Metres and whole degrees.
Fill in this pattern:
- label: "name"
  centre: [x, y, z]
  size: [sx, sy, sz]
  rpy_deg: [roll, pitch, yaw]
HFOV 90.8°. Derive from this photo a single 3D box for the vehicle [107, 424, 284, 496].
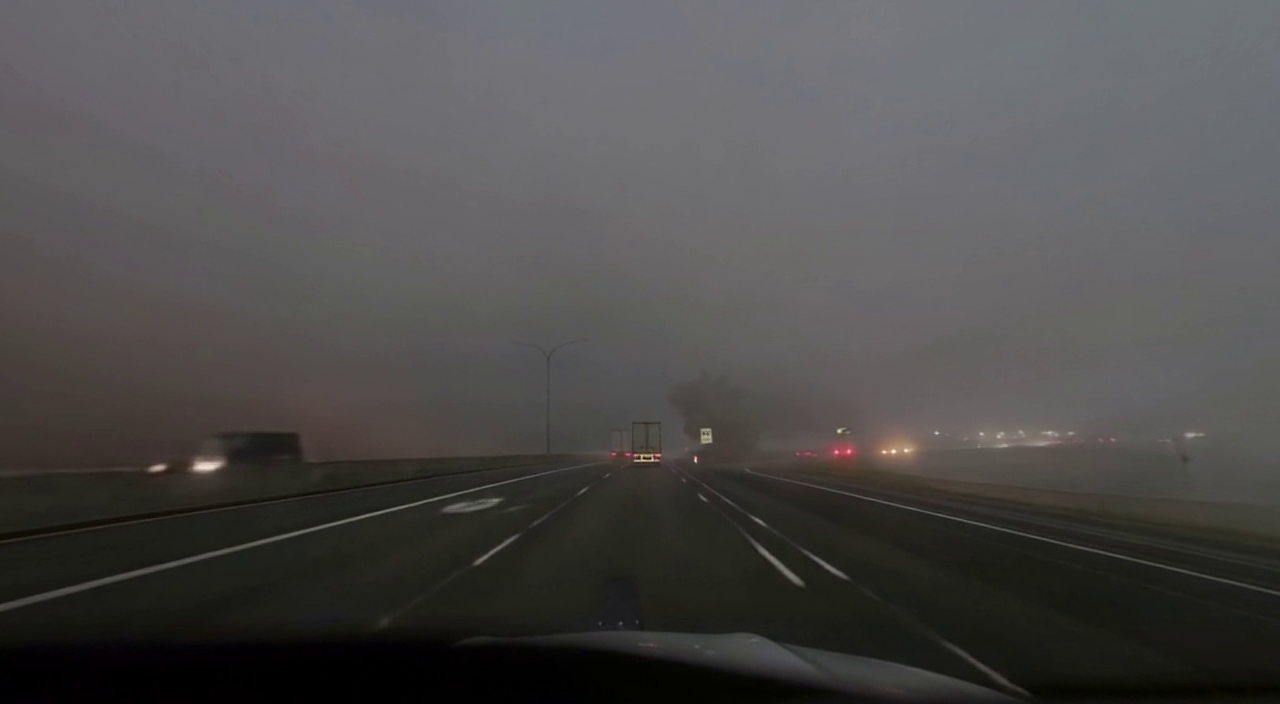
- label: "vehicle"
  centre: [-16.109, 3.968, 23.432]
  size: [2.230, 2.282, 5.752]
  rpy_deg: [-1, -9, 1]
